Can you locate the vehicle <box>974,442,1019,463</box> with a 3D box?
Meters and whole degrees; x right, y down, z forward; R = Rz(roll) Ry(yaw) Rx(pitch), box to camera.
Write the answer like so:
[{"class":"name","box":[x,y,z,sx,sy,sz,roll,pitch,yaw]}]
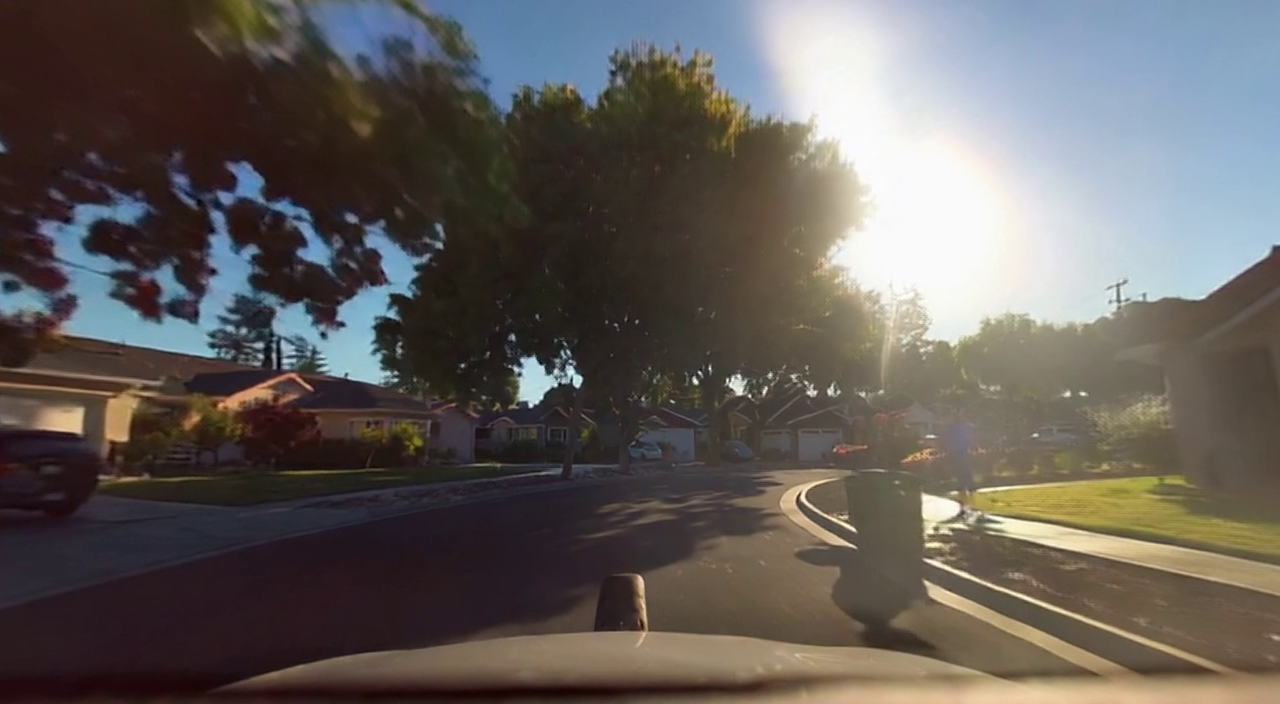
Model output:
[{"class":"vehicle","box":[27.565,7.798,48.988,1.873,1.556,4.216,-2,-9,14]}]
